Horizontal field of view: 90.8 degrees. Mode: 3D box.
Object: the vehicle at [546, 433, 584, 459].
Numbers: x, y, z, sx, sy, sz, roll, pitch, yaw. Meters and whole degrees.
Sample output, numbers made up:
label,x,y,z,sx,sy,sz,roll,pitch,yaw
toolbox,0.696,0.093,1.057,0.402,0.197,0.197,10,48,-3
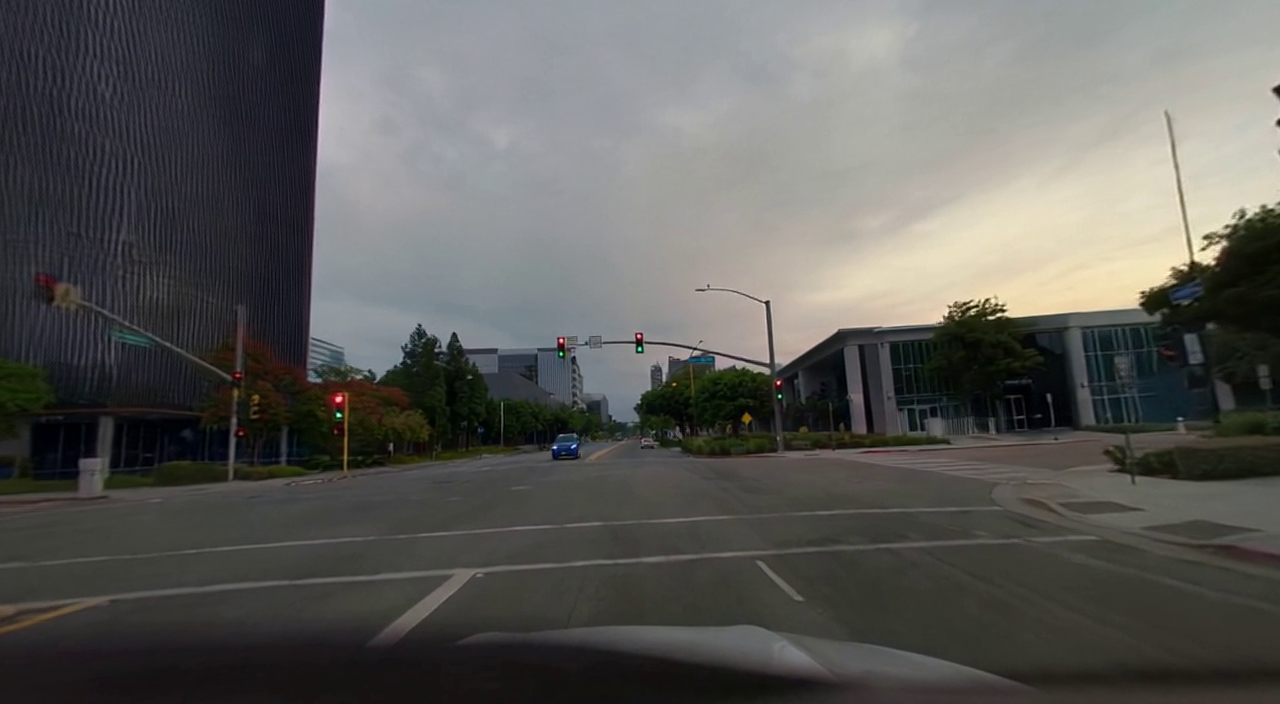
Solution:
label,x,y,z,sx,sy,sz,roll,pitch,yaw
vehicle,-5.035,6.377,42.766,1.988,1.666,4.074,0,-9,1
